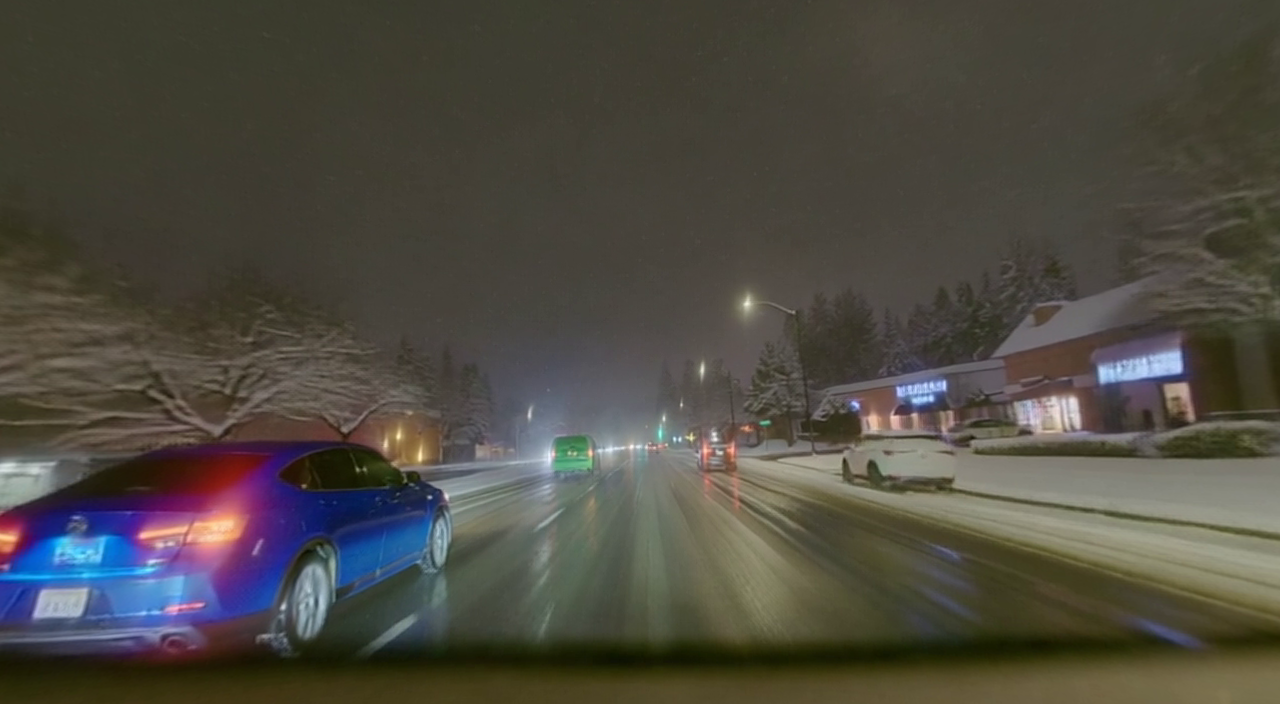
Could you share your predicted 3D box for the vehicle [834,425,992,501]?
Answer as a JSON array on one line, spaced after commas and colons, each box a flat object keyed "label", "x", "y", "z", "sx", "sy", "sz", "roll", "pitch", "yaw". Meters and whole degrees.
[{"label": "vehicle", "x": 7.323, "y": 3.035, "z": 17.651, "sx": 2.198, "sy": 1.788, "sz": 4.941, "roll": 0, "pitch": -8, "yaw": 0}]

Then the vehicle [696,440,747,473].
[{"label": "vehicle", "x": 3.877, "y": 5.038, "z": 30.604, "sx": 1.904, "sy": 1.490, "sz": 4.299, "roll": 0, "pitch": -8, "yaw": 0}]

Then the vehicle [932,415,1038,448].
[{"label": "vehicle", "x": 21.227, "y": 4.943, "z": 38.932, "sx": 5.166, "sy": 1.870, "sz": 2.317, "roll": 0, "pitch": -10, "yaw": -2}]

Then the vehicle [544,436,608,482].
[{"label": "vehicle", "x": -2.650, "y": 4.584, "z": 27.283, "sx": 2.193, "sy": 1.788, "sz": 4.603, "roll": 0, "pitch": -8, "yaw": 1}]

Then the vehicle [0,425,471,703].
[{"label": "vehicle", "x": -3.152, "y": 1.449, "z": 5.435, "sx": 1.956, "sy": 1.460, "sz": 4.802, "roll": 0, "pitch": -8, "yaw": 1}]
